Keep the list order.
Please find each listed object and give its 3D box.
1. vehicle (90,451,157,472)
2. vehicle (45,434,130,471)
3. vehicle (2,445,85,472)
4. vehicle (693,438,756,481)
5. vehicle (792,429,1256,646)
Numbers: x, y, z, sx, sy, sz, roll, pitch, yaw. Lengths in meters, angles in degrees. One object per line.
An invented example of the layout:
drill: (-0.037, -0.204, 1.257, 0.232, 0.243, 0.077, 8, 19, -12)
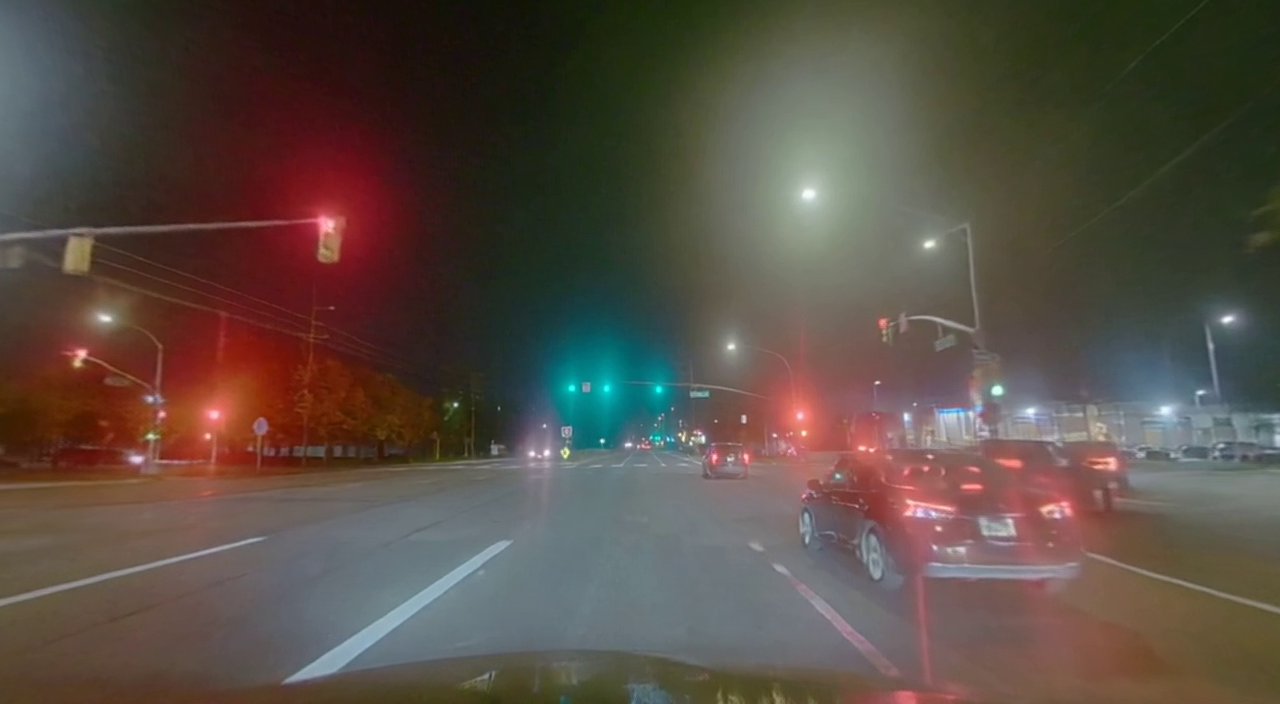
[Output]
vehicle: (-40.257, 8.530, 49.357, 1.786, 1.479, 4.347, 0, -9, -5)
vehicle: (-43.399, 7.846, 49.840, 2.443, 2.739, 5.239, 2, -8, -9)
vehicle: (-46.094, 8.227, 48.971, 2.173, 1.845, 4.935, 2, -8, -10)
vehicle: (3.616, 4.699, 27.887, 2.128, 1.699, 4.222, 0, -8, -1)
vehicle: (3.161, 1.595, 6.576, 2.004, 1.455, 4.417, 0, -9, -1)
